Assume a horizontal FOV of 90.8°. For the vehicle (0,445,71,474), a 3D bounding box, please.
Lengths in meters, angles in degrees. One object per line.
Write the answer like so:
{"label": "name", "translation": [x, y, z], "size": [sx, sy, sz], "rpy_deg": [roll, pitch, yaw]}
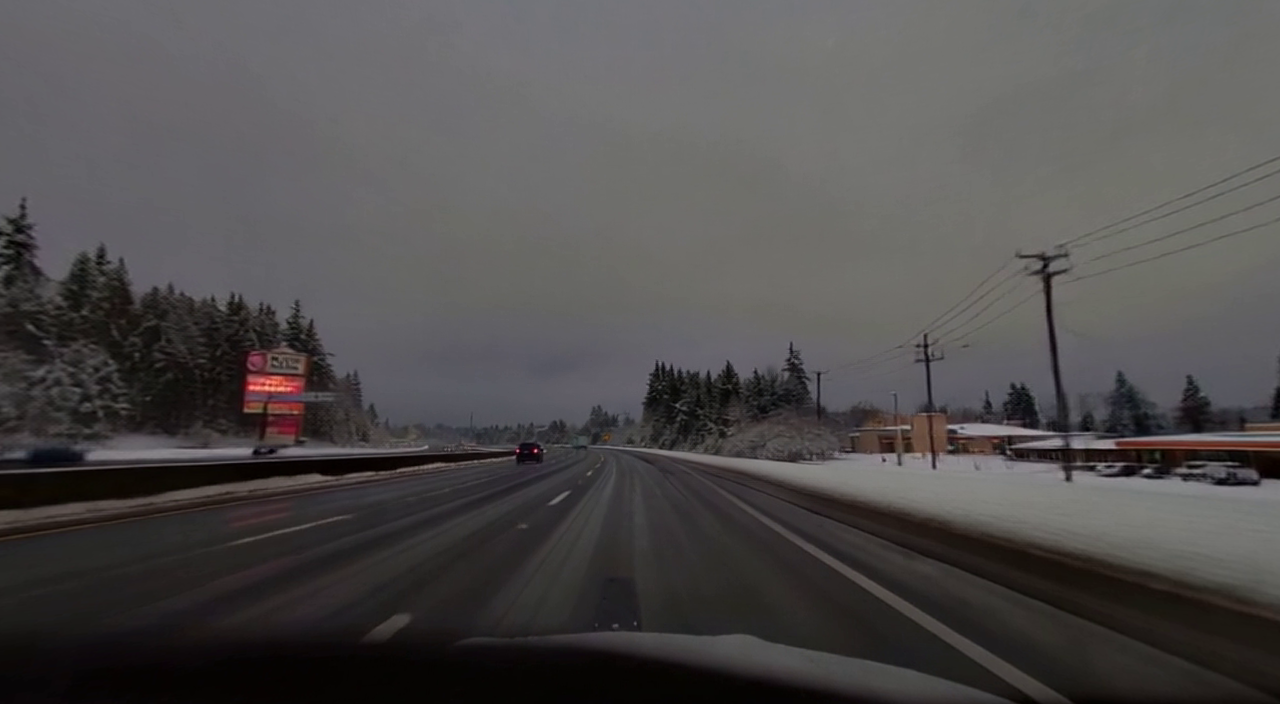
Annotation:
{"label": "vehicle", "translation": [-33.654, 5.758, 34.048], "size": [1.826, 1.481, 4.520], "rpy_deg": [0, -8, -2]}
